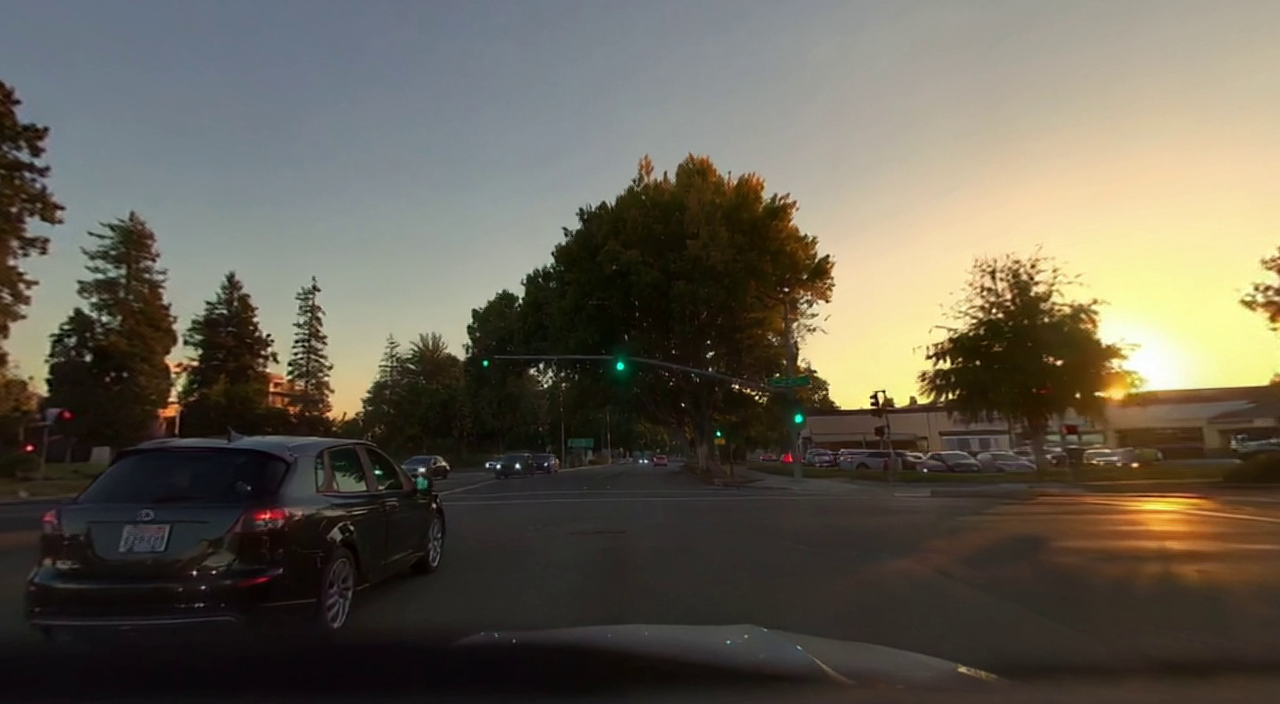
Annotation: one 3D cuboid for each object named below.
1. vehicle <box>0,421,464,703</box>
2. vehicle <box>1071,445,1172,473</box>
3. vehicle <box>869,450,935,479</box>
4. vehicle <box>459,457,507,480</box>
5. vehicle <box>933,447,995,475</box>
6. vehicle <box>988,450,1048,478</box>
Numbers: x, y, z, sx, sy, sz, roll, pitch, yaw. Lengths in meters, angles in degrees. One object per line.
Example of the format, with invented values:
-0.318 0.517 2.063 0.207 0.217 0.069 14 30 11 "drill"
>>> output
-3.011 1.374 4.834 1.924 1.482 4.734 0 -9 0 "vehicle"
28.160 6.238 36.900 4.678 1.558 1.883 1 -9 -10 "vehicle"
15.792 6.704 37.806 2.060 1.445 4.712 -10 -11 41 "vehicle"
-10.910 8.125 44.089 2.001 1.458 4.278 -1 -9 4 "vehicle"
18.203 6.064 35.318 1.945 1.434 4.293 -8 -12 42 "vehicle"
20.280 5.939 33.727 1.930 1.410 4.313 -8 -11 40 "vehicle"
